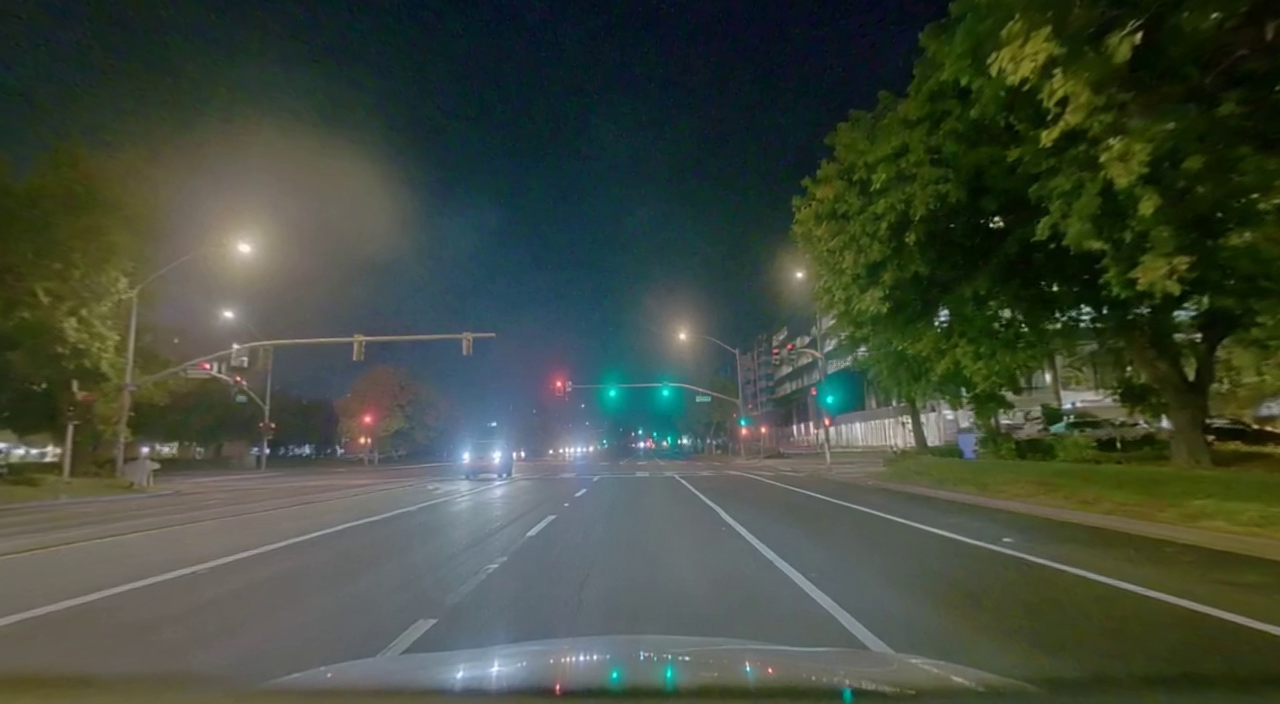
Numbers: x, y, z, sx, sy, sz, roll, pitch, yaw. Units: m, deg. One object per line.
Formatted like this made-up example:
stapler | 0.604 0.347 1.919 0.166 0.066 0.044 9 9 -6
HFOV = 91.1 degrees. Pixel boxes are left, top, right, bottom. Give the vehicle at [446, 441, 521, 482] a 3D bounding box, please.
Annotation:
vehicle | -6.446 4.553 26.447 1.876 1.570 4.980 0 -9 0
